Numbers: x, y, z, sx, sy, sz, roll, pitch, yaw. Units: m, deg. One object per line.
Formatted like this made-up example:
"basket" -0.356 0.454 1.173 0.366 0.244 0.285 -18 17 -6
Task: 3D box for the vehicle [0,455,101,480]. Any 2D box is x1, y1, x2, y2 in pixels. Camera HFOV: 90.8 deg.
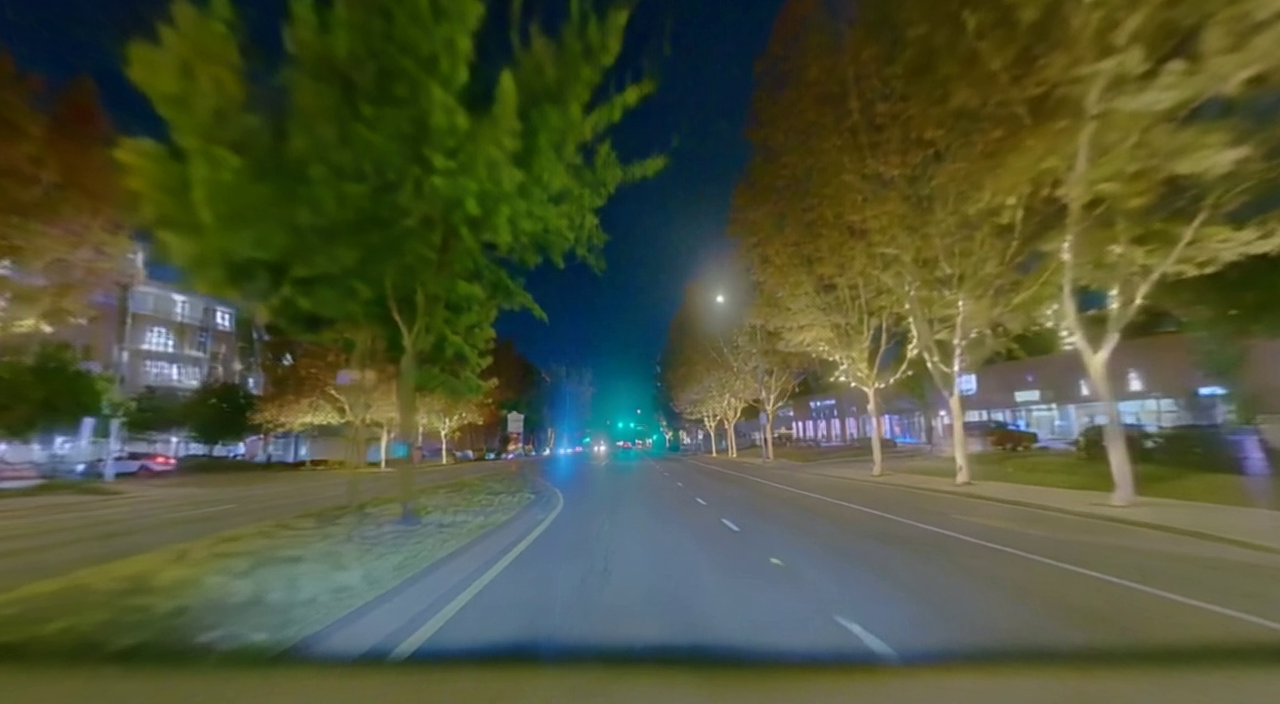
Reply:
"vehicle" -37.413 7.327 40.131 4.639 1.484 1.789 0 -8 0

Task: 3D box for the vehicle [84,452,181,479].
"vehicle" -32.041 7.152 39.951 4.486 1.614 1.950 -1 -8 4
